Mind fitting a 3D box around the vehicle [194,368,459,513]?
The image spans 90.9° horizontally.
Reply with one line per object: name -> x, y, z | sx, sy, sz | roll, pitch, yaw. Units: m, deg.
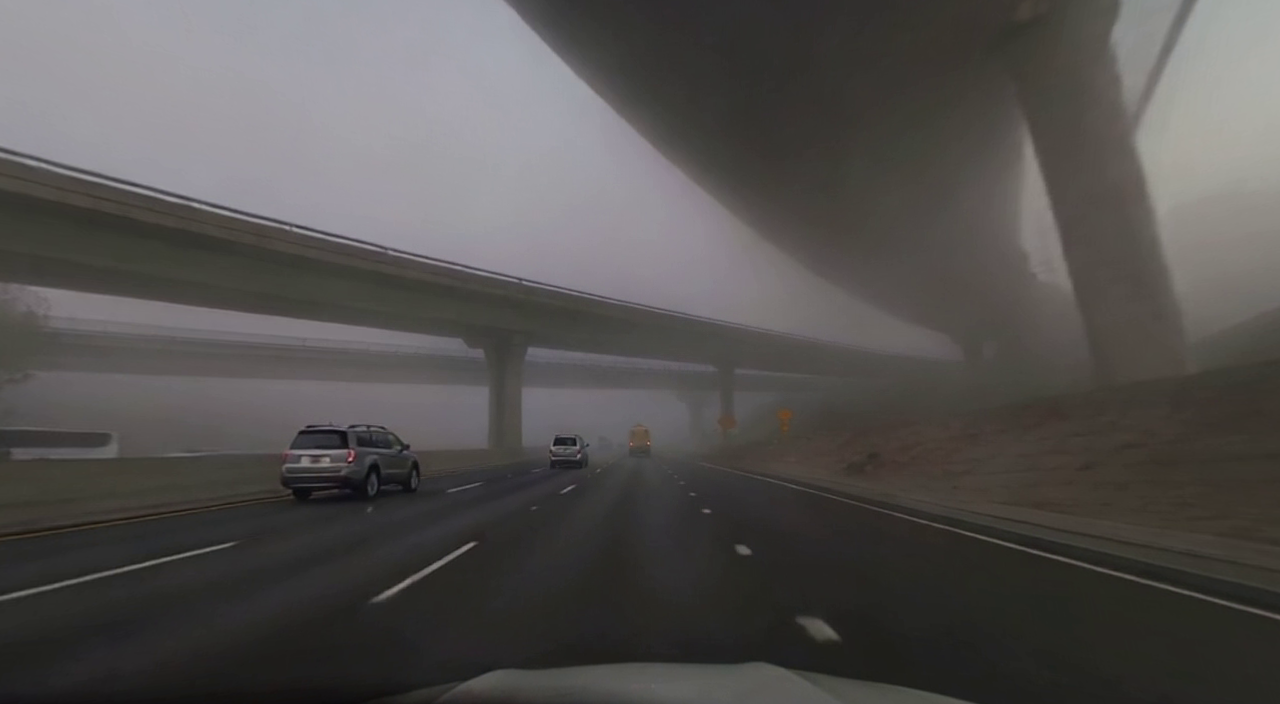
vehicle -> -7.498, 2.419, 16.796 | 2.872, 2.890, 7.923 | 1, -9, 0

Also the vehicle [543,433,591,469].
vehicle -> -4.202, 5.803, 37.037 | 2.147, 1.918, 4.834 | 0, -9, 1

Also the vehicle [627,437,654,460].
vehicle -> 0.007, 7.599, 49.695 | 2.052, 1.711, 4.223 | 0, -9, -1
